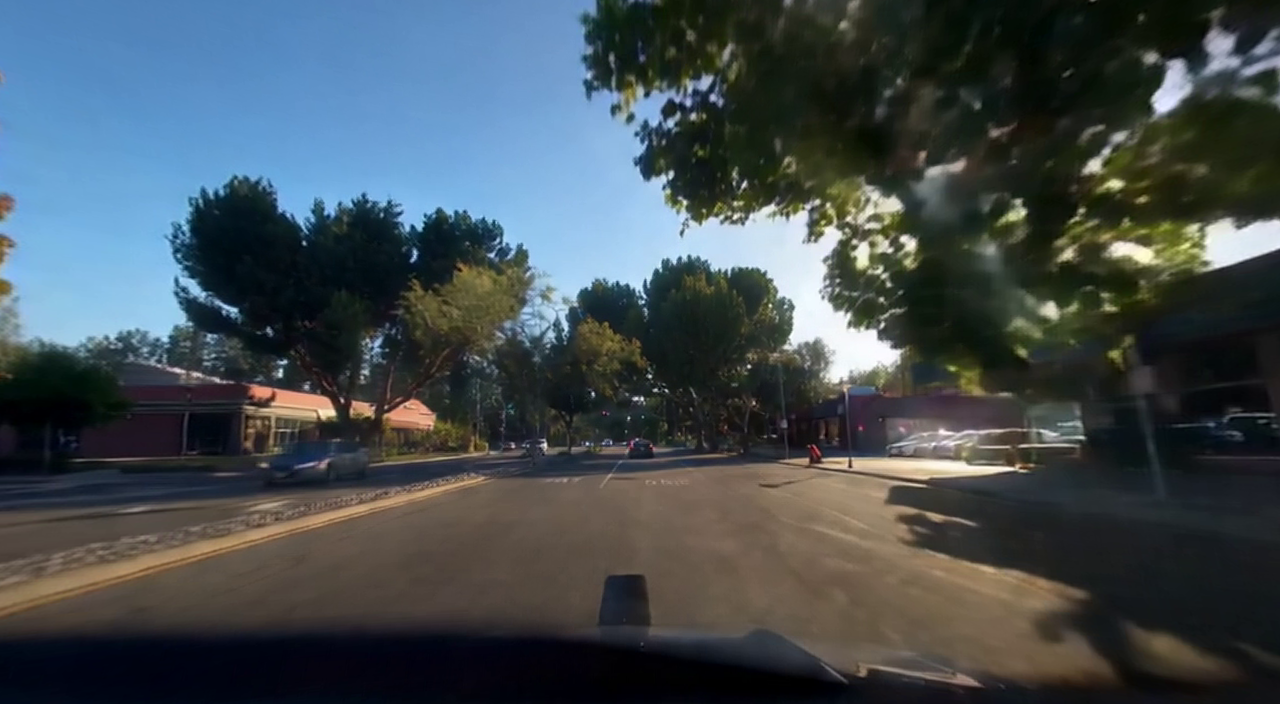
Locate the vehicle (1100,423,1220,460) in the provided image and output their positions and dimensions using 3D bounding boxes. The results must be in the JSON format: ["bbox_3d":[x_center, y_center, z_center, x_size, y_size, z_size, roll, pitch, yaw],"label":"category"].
[{"bbox_3d":[19.407,3.357,23.616,3.192,1.329,1.505,0,-9,-5],"label":"vehicle"}]

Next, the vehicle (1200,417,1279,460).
[{"bbox_3d":[20.615,2.840,20.932,3.179,1.322,1.521,1,-8,-19],"label":"vehicle"}]

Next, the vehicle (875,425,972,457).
[{"bbox_3d":[17.784,5.632,39.785,5.117,1.933,2.035,-1,-8,3],"label":"vehicle"}]

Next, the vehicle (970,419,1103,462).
[{"bbox_3d":[18.207,4.104,29.066,4.904,1.577,1.863,-3,-9,-7],"label":"vehicle"}]
